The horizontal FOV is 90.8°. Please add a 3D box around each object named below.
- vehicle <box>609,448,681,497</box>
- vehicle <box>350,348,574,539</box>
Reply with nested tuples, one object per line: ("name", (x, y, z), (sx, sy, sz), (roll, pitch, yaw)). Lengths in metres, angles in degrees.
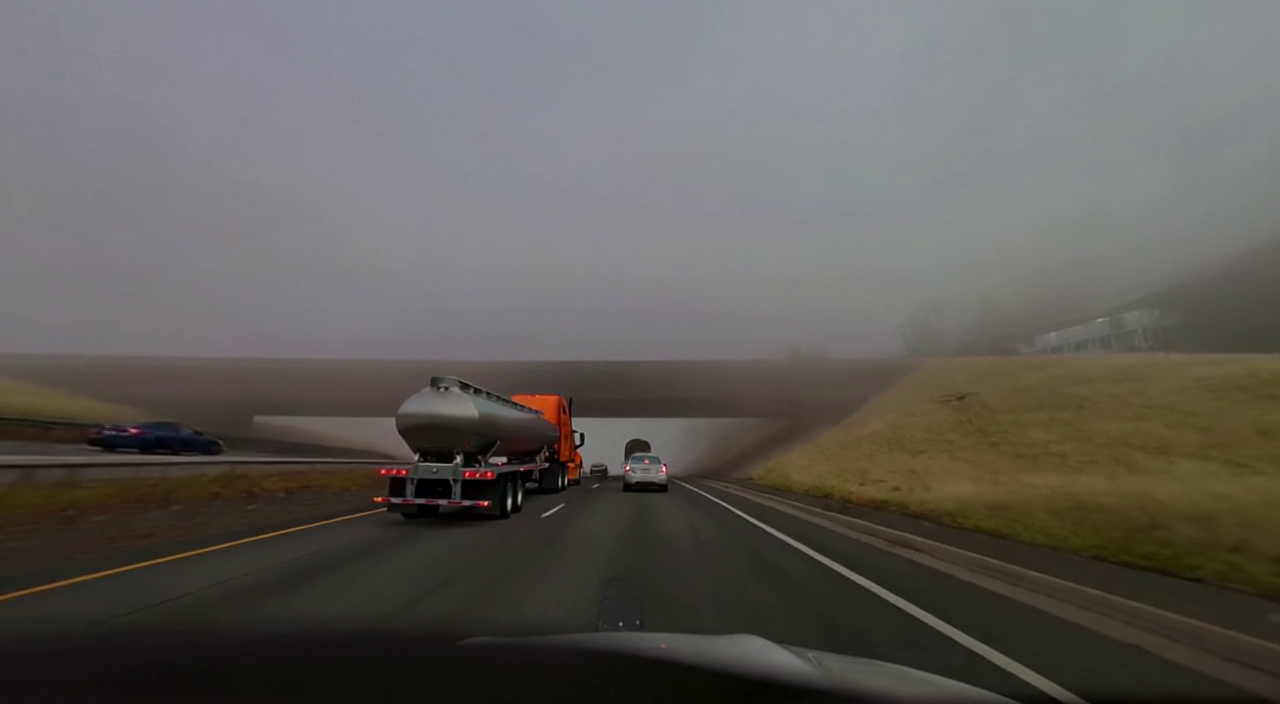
("vehicle", (0.113, 4.016, 21.544), (2.215, 1.481, 4.246), (0, -9, -1))
("vehicle", (-4.073, 2.777, 19.178), (2.896, 3.563, 14.643), (0, -9, -1))
